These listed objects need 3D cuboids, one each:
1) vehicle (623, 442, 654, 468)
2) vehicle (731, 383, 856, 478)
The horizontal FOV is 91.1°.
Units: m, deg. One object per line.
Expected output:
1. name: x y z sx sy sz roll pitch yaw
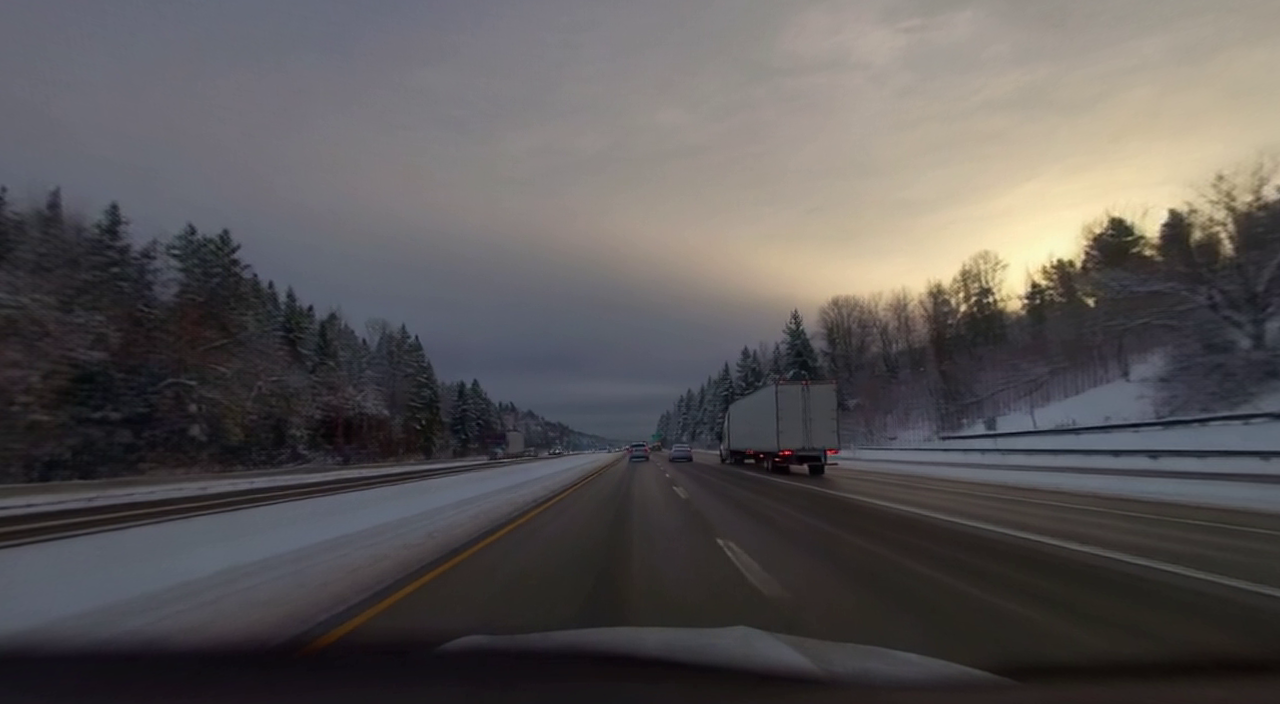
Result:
1. vehicle: -0.088 7.321 44.891 2.114 1.706 4.106 0 -9 0
2. vehicle: 7.680 4.474 34.366 3.044 4.073 14.016 0 -9 -1
